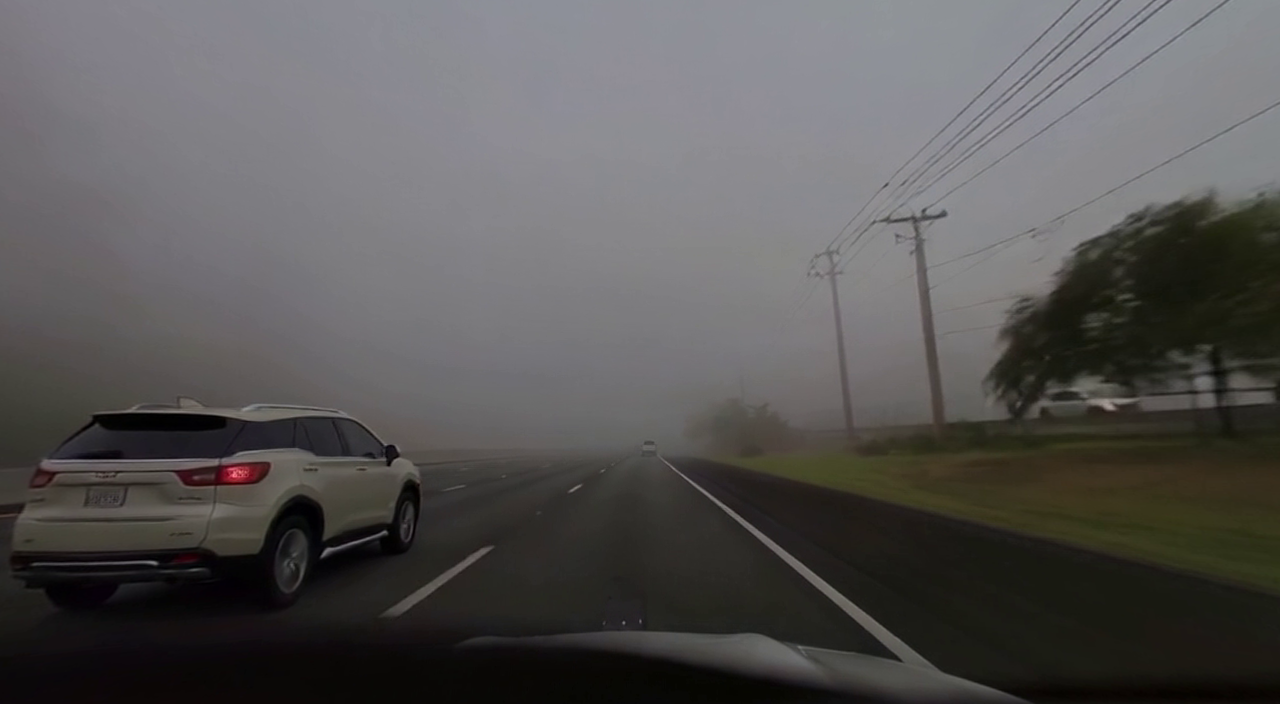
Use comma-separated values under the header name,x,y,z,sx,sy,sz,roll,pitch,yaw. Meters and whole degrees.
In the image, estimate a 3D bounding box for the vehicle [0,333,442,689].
name,x,y,z,sx,sy,sz,roll,pitch,yaw
vehicle,-3.853,1.235,6.097,2.136,1.975,5.037,-1,-8,1

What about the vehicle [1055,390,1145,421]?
name,x,y,z,sx,sy,sz,roll,pitch,yaw
vehicle,23.054,2.741,31.765,1.717,1.394,3.687,0,-8,0
